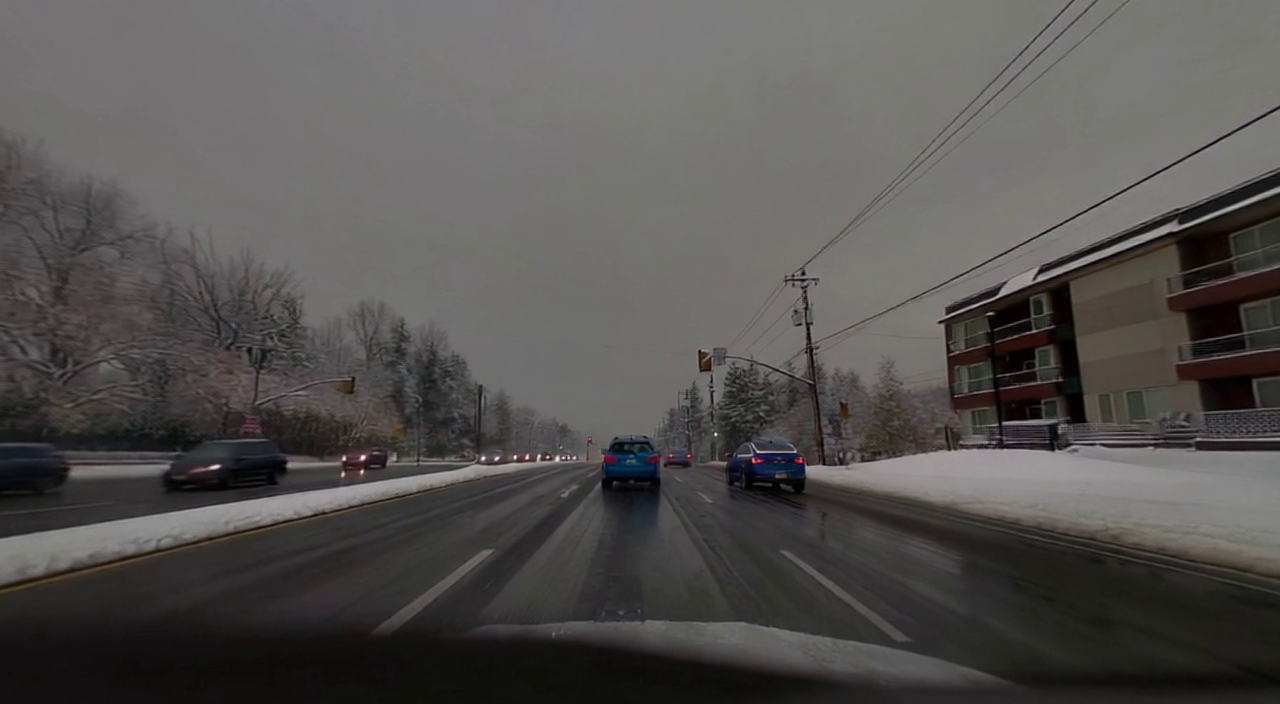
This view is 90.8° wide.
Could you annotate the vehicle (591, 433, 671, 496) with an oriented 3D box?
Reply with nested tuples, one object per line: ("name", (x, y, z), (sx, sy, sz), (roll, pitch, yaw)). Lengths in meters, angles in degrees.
("vehicle", (-0.280, 3.208, 18.415), (2.073, 1.606, 3.933), (0, -8, -1))

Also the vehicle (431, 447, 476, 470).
("vehicle", (-14.237, 8.115, 48.464), (2.019, 1.696, 4.583), (0, -9, 0))

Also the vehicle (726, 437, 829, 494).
("vehicle", (4.050, 3.422, 19.480), (2.086, 1.534, 4.351), (0, -8, -2))

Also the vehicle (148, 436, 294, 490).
("vehicle", (-14.330, 3.809, 21.993), (2.064, 1.676, 4.332), (0, -9, 0))

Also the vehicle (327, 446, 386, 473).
("vehicle", (-18.709, 7.089, 41.935), (2.006, 1.690, 4.548), (0, -9, -3))

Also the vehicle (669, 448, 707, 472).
("vehicle", (3.077, 7.002, 41.289), (2.054, 1.461, 4.321), (0, -8, -1))
